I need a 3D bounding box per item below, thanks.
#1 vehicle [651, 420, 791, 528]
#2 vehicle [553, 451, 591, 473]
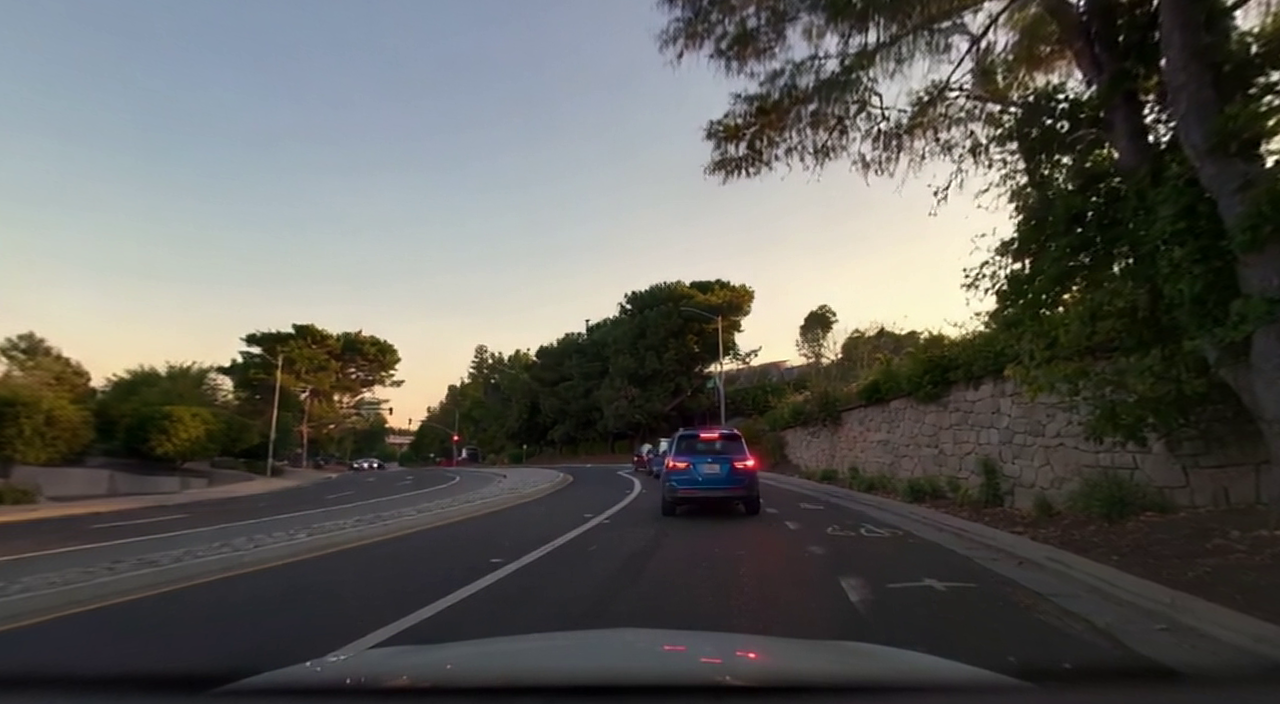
[{"bbox_3d":[1.430,2.330,12.613,2.287,1.762,4.269,0,-9,3],"label":"vehicle"},{"bbox_3d":[-4.923,7.864,45.376,2.023,1.474,4.286,2,-9,-15],"label":"vehicle"}]
